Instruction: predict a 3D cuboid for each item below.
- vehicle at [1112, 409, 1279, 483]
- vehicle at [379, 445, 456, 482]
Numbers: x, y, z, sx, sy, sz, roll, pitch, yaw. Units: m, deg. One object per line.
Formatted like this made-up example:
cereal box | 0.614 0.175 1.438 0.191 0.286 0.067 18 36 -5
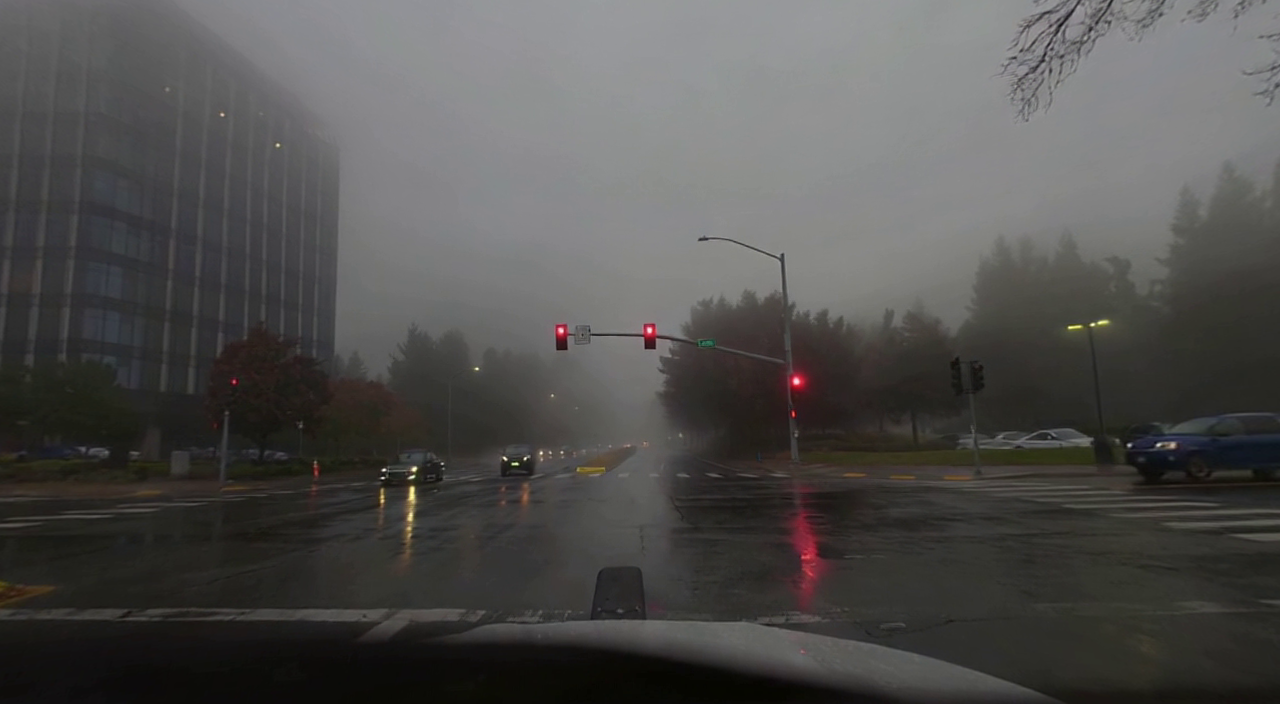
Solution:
vehicle | 17.279 2.760 18.417 5.315 2.004 1.977 0 -9 -1
vehicle | -11.682 5.864 33.448 2.069 1.771 4.947 0 -9 3
